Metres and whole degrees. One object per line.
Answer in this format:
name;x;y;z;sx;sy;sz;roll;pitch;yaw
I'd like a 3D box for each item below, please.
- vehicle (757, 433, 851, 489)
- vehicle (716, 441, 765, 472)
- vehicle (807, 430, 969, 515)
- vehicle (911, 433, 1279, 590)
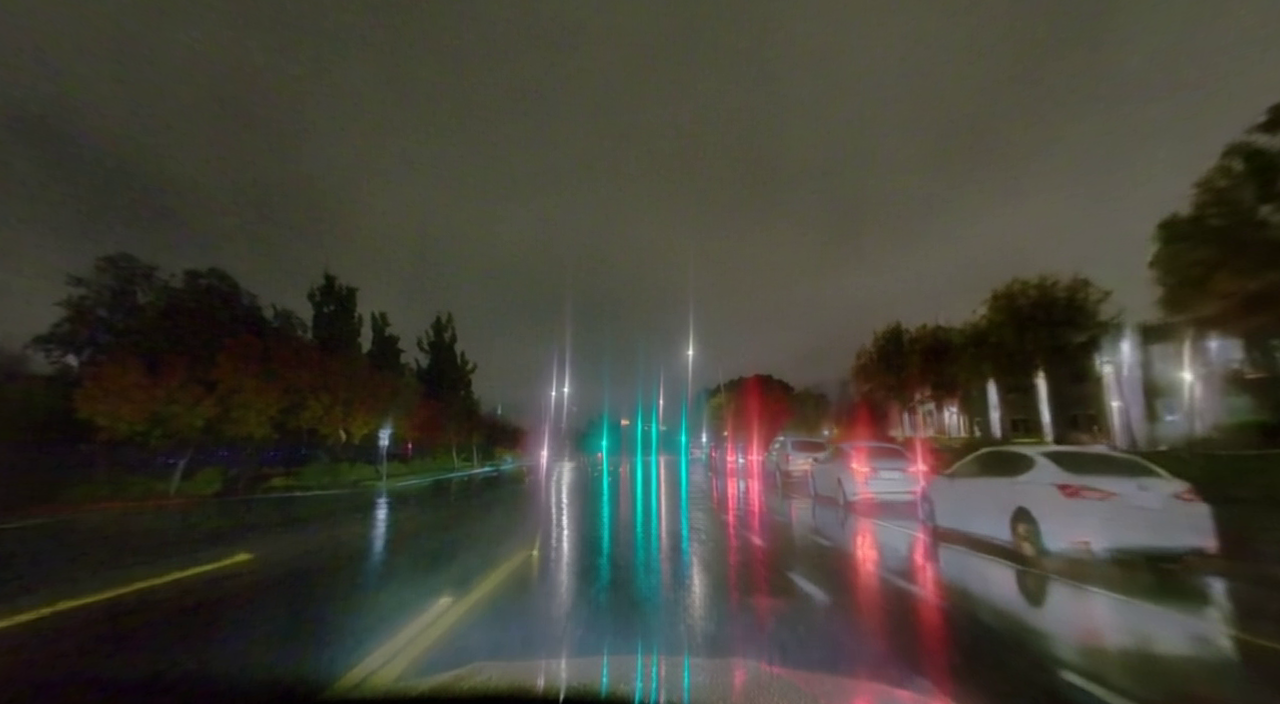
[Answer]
vehicle;5.385;3.625;21.329;1.990;1.694;4.179;0;-8;-1
vehicle;5.325;5.571;33.903;1.837;1.532;3.886;0;-8;-2
vehicle;5.449;2.733;14.601;1.974;1.548;4.160;-3;-9;0
vehicle;5.381;1.809;8.103;1.901;1.443;4.319;0;-8;0
